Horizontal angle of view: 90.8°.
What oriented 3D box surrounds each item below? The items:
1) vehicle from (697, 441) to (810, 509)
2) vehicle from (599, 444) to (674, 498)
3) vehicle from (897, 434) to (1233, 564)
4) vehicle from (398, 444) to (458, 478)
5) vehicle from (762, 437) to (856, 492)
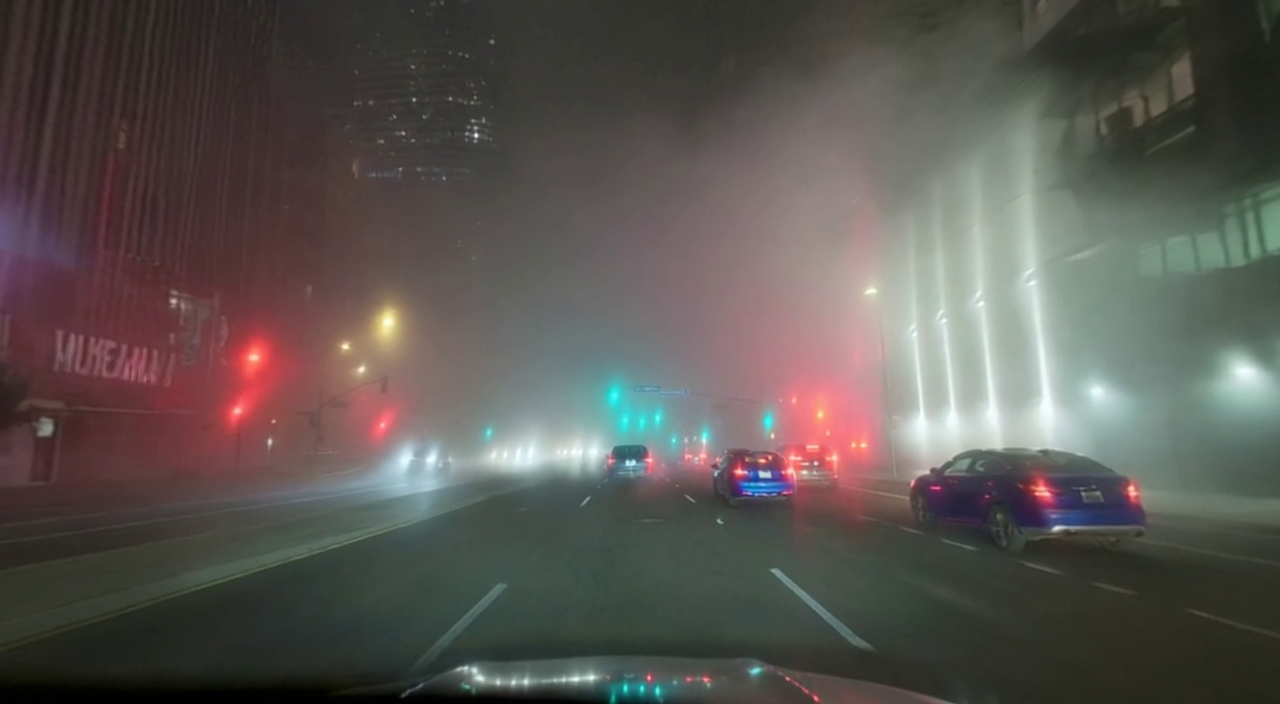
[{"bbox_3d":[2.758,3.104,16.489,1.987,1.484,4.427,-1,-9,-2],"label":"vehicle"},{"bbox_3d":[-0.155,3.669,19.926,2.096,1.457,4.160,-1,-9,-1],"label":"vehicle"},{"bbox_3d":[6.016,2.096,9.874,1.914,1.484,4.639,-1,-9,-2],"label":"vehicle"},{"bbox_3d":[-12.252,6.308,36.887,1.861,1.780,4.814,-1,-9,0],"label":"vehicle"},{"bbox_3d":[6.008,4.048,23.104,2.015,1.745,4.444,-1,-9,-2],"label":"vehicle"}]
